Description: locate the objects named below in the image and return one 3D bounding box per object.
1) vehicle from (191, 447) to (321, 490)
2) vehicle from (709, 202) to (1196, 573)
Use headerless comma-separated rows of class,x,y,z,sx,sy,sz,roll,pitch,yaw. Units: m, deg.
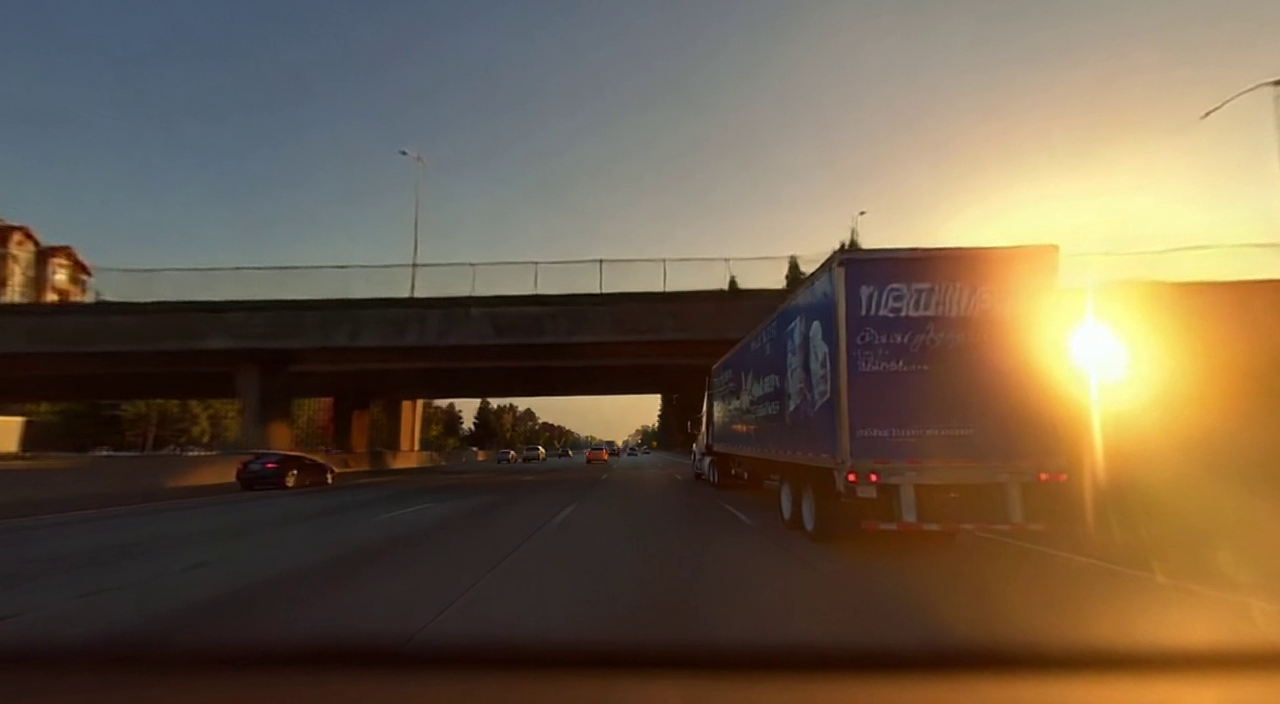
vehicle,-14.496,4.378,24.243,1.982,1.471,4.747,0,-9,0
vehicle,4.203,1.468,14.685,3.140,4.100,15.551,0,-9,-1
